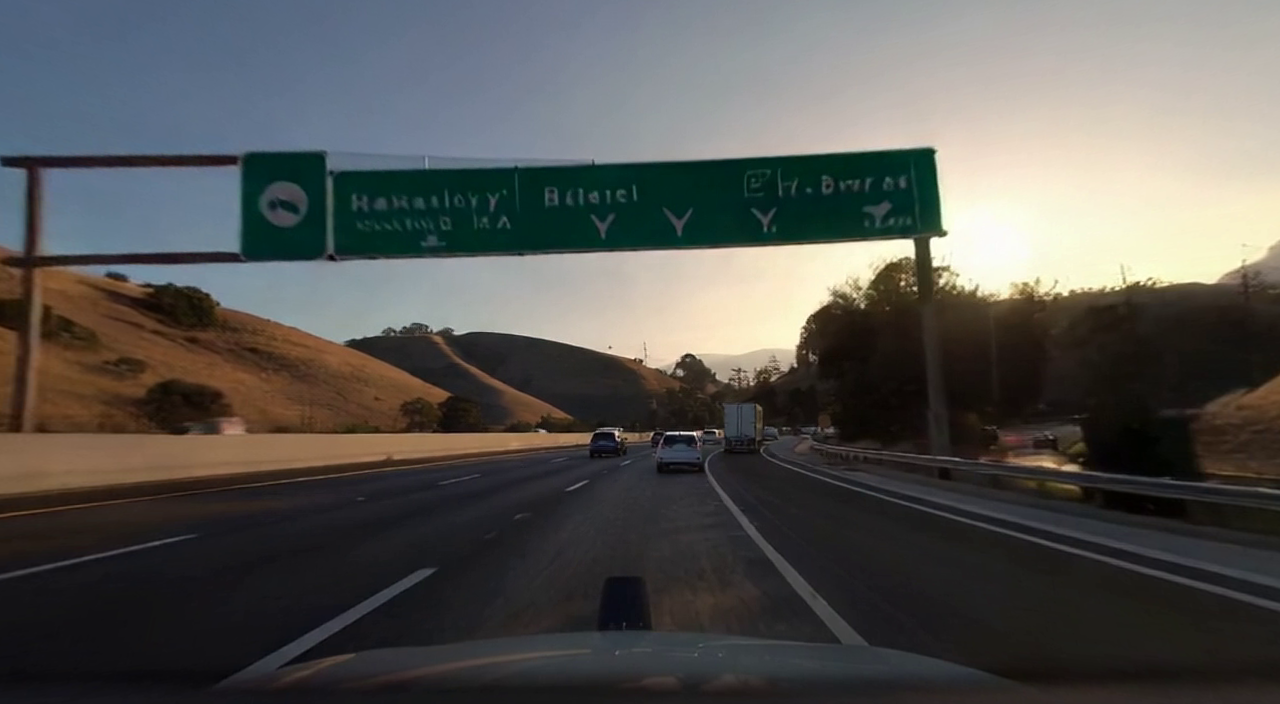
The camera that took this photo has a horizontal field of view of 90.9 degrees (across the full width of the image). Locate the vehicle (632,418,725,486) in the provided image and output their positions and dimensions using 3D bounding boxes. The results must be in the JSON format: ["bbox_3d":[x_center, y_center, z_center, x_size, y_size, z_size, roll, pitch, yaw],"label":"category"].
[{"bbox_3d":[1.151,3.049,19.384,2.484,1.820,4.497,-1,-8,3],"label":"vehicle"}]

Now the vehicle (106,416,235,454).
[{"bbox_3d":[-23.338,4.209,31.689,2.019,1.717,5.356,-1,-8,6],"label":"vehicle"}]

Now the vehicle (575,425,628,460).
[{"bbox_3d":[-2.003,4.891,34.127,2.077,1.712,4.406,-1,-8,7],"label":"vehicle"}]
